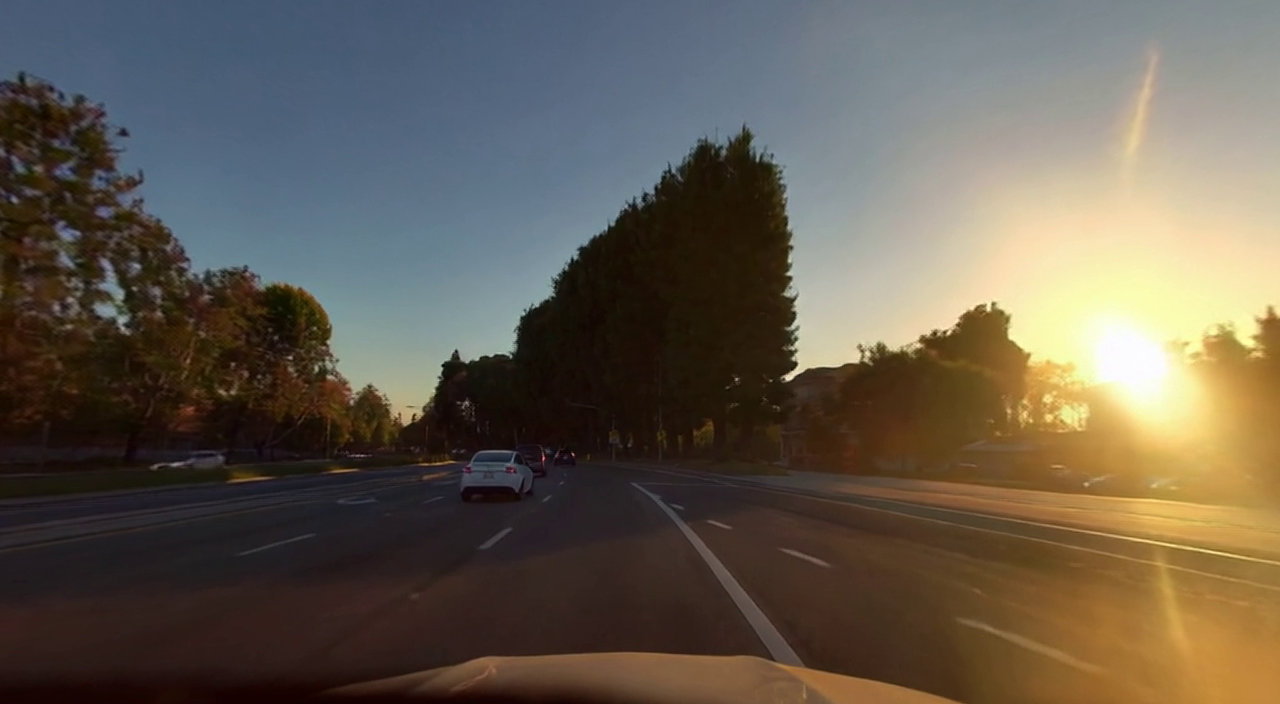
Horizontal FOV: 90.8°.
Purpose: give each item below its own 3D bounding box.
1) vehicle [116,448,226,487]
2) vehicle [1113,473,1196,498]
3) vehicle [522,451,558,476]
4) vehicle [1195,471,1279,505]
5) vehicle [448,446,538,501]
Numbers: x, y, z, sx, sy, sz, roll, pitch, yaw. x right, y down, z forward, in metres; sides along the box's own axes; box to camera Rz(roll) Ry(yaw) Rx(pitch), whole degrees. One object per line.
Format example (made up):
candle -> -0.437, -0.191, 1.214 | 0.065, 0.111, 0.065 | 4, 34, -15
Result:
vehicle -> -20.661, 5.063, 28.072 | 1.844, 1.582, 4.218 | 0, -8, -4
vehicle -> 36.074, 9.345, 44.427 | 1.721, 1.487, 4.510 | 1, -9, -6
vehicle -> -6.340, 7.101, 40.425 | 1.904, 1.476, 3.736 | 0, -8, -4
vehicle -> 37.086, 8.188, 38.238 | 1.973, 1.671, 5.072 | 1, -9, -6
vehicle -> -4.746, 3.952, 21.083 | 2.098, 1.613, 4.606 | 0, -8, -3
